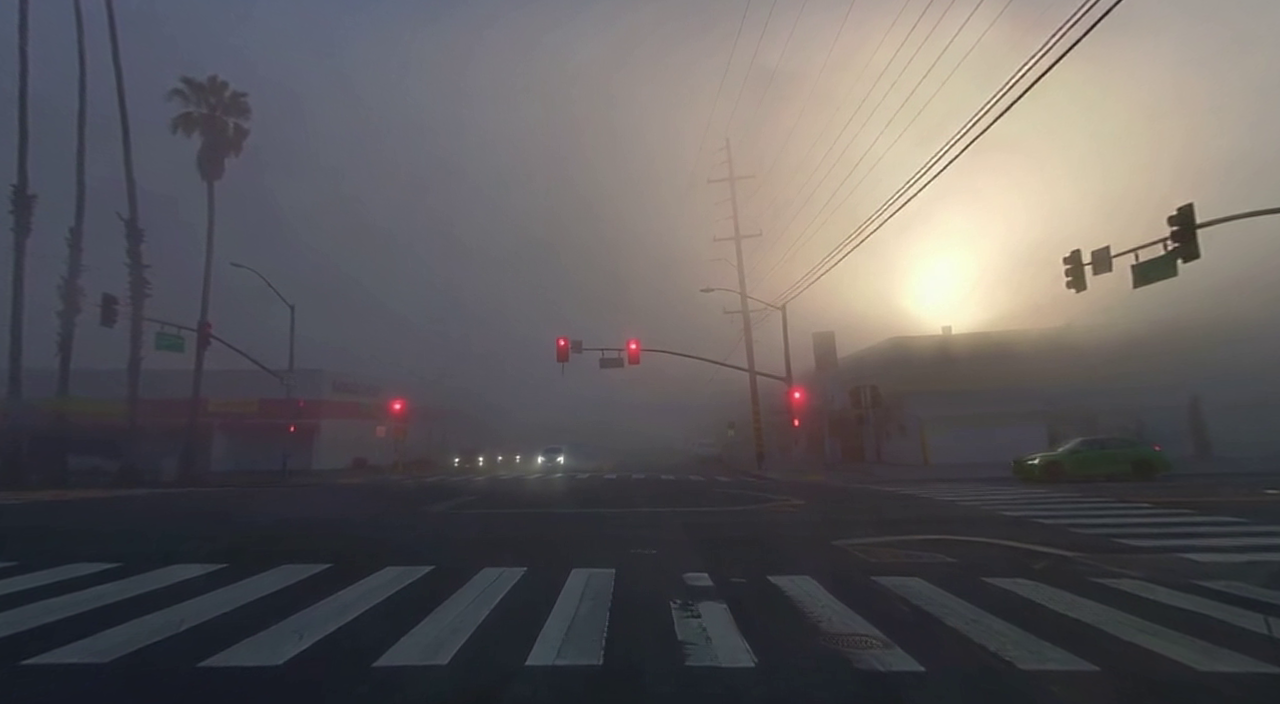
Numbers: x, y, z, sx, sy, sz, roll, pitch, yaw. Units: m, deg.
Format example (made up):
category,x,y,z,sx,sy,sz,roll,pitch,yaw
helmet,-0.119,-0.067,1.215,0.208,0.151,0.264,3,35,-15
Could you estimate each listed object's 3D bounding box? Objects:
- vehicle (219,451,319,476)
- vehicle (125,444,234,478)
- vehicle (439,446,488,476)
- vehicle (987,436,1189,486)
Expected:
category,x,y,z,sx,sy,sz,roll,pitch,yaw
vehicle,-22.297,6.699,38.063,4.849,1.444,1.881,0,-9,1
vehicle,-25.920,6.142,35.675,4.613,1.820,2.021,-1,-9,4
vehicle,-11.948,7.380,42.968,2.016,1.717,4.287,0,-6,1
vehicle,14.284,3.491,20.431,4.918,1.479,1.897,-1,-9,7
